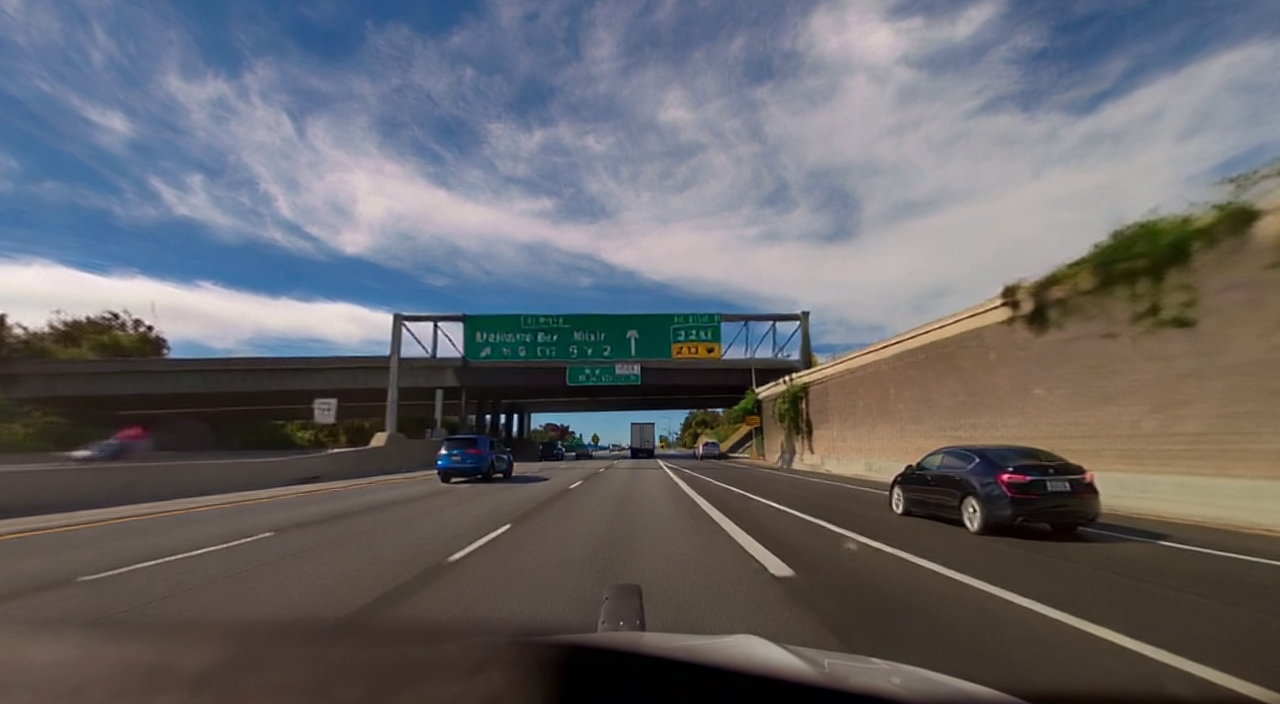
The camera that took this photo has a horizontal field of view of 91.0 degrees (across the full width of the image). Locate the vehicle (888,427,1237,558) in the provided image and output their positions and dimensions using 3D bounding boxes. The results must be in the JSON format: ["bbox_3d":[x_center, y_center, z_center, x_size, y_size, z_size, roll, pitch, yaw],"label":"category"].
[{"bbox_3d":[5.885,2.002,9.729,2.075,1.510,4.569,0,-9,-2],"label":"vehicle"}]

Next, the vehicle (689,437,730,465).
[{"bbox_3d":[4.940,7.120,45.228,2.220,1.898,4.752,0,-9,-2],"label":"vehicle"}]

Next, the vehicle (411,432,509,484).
[{"bbox_3d":[-6.590,3.960,23.776,2.179,1.753,4.999,0,-9,0],"label":"vehicle"}]
